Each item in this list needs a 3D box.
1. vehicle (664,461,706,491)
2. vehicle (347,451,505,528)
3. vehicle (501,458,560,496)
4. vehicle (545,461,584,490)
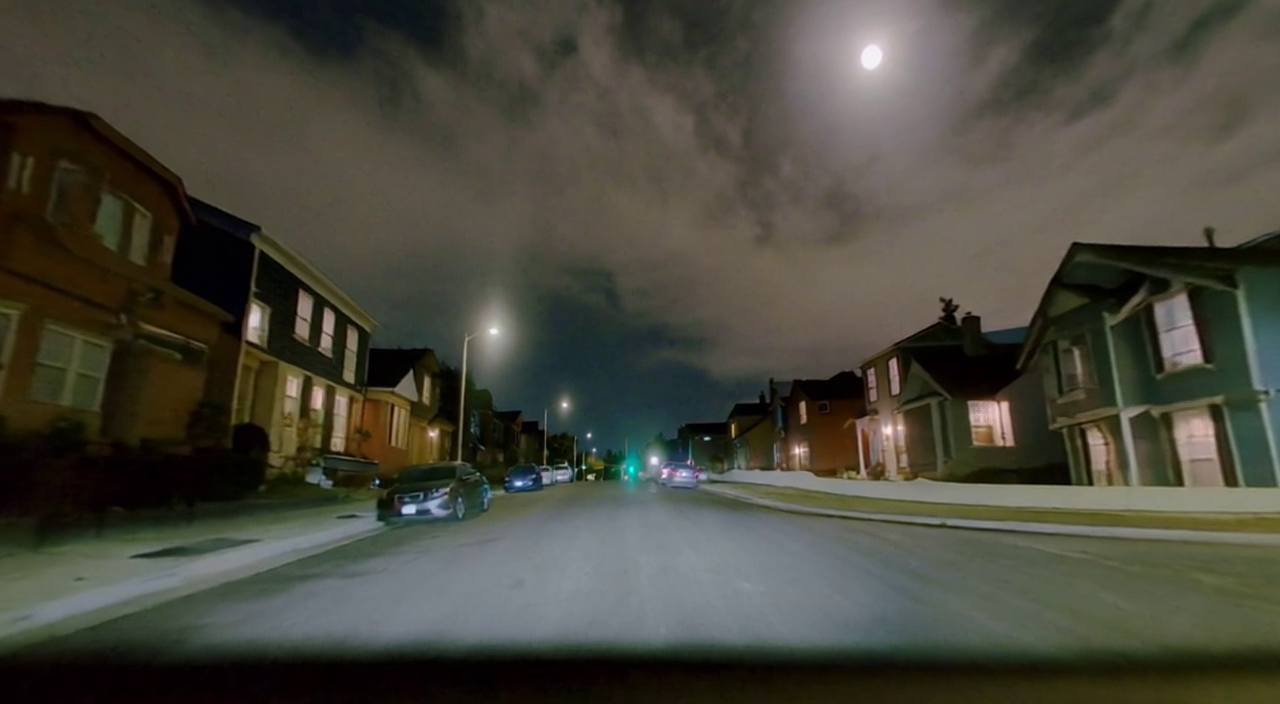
[{"bbox_3d":[2.502,7.026,35.845,1.888,1.484,4.476,0,-9,-2],"label":"vehicle"},{"bbox_3d":[-4.665,3.086,14.633,2.080,1.471,4.638,1,-10,-1],"label":"vehicle"},{"bbox_3d":[-4.971,5.728,29.278,2.020,1.470,5.300,0,-9,-3],"label":"vehicle"},{"bbox_3d":[-4.850,7.974,40.939,2.089,1.508,4.537,2,-7,-2],"label":"vehicle"}]
